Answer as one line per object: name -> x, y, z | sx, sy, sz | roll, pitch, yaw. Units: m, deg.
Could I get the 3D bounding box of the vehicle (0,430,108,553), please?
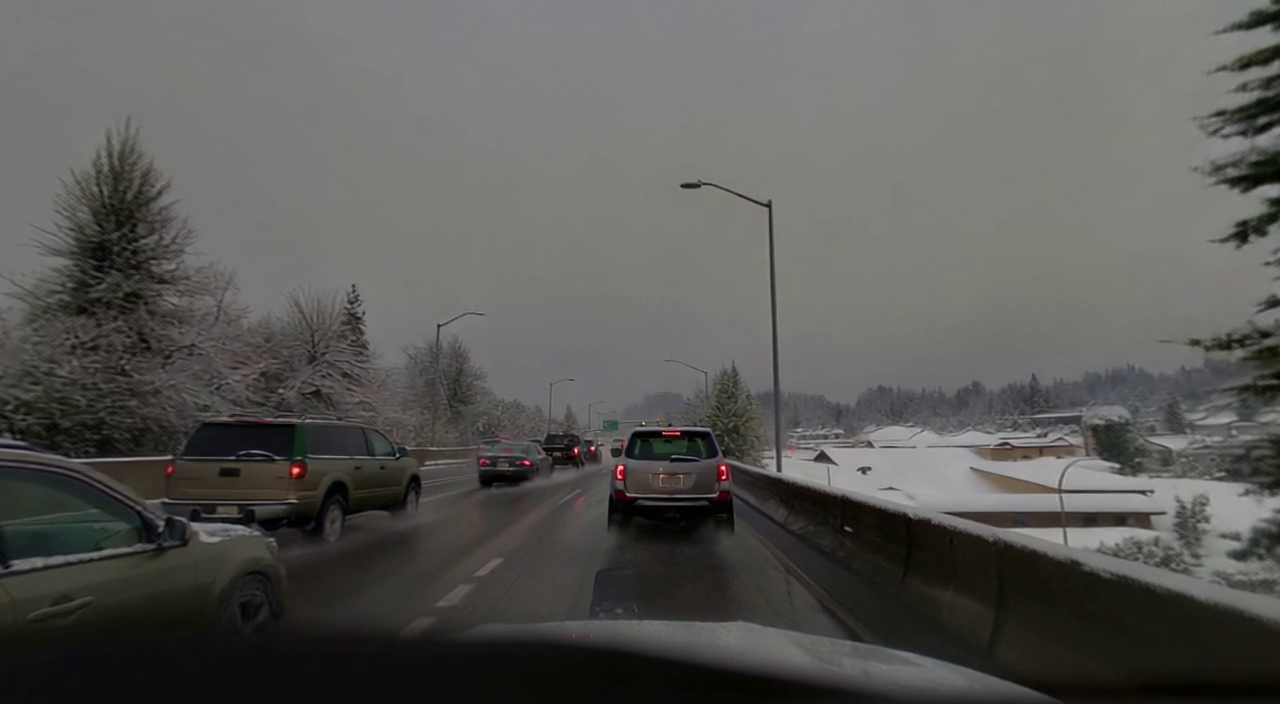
vehicle -> -8.917, 1.618, 7.067 | 1.892, 1.498, 4.417 | -1, -9, 3

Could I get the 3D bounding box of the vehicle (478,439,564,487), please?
vehicle -> -3.943, 3.741, 21.656 | 1.868, 1.470, 4.105 | -1, -9, 4

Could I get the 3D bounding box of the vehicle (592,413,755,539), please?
vehicle -> 0.520, 2.050, 10.983 | 2.235, 1.716, 4.435 | -1, -9, 2

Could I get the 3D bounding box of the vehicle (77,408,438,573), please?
vehicle -> -4.730, 1.775, 8.836 | 2.076, 1.688, 4.334 | -1, -9, 5
